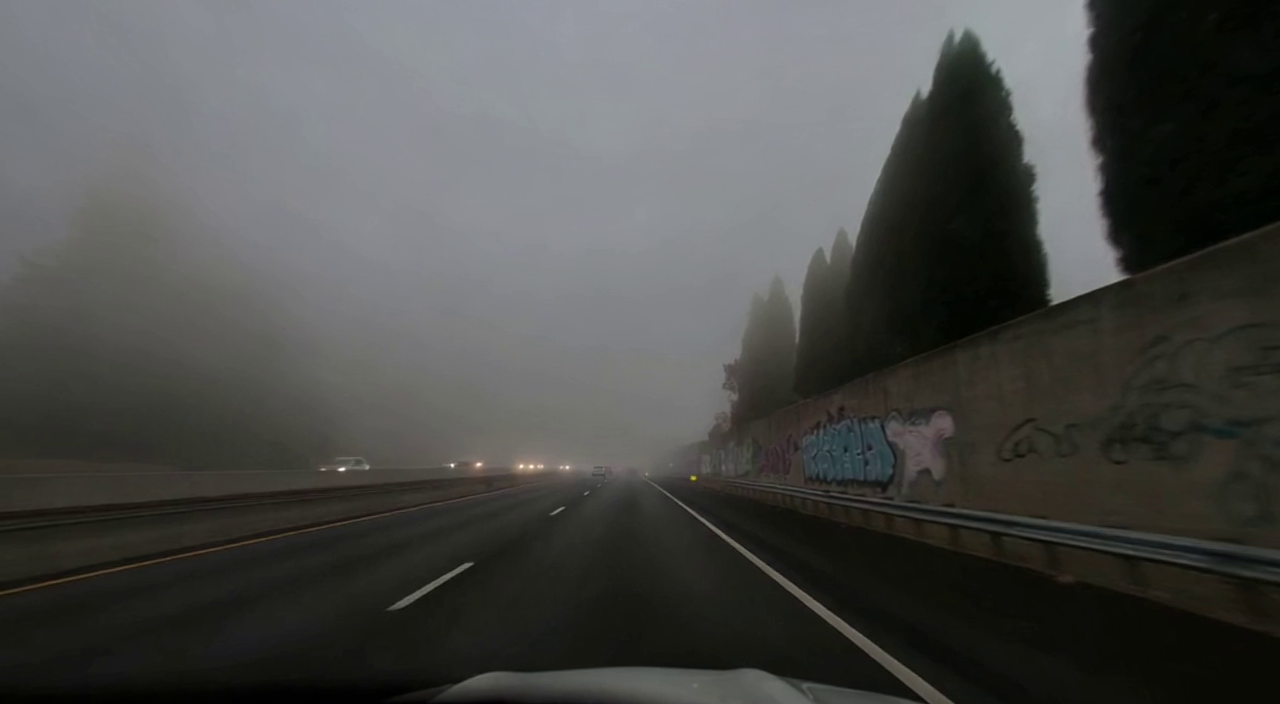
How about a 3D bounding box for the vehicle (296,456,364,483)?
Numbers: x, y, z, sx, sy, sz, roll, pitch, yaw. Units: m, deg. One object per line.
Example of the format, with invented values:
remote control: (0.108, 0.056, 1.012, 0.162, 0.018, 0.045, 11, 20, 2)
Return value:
vehicle: (-18.180, 6.929, 37.175, 1.783, 1.458, 4.435, 1, -10, 0)
